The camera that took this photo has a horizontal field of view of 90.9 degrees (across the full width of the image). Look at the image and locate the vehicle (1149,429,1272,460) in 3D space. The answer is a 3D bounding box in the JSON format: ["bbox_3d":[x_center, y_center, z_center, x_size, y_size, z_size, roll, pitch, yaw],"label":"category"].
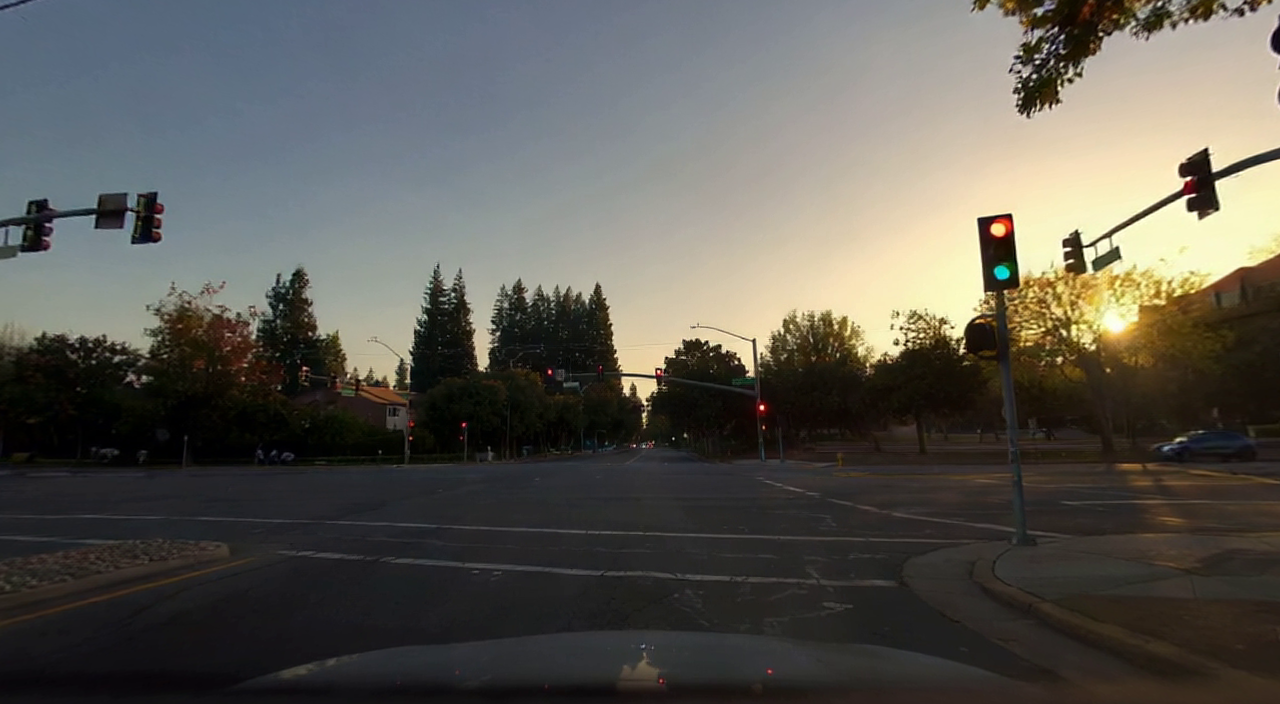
[{"bbox_3d":[27.832,4.541,30.908,3.952,1.468,1.768,-3,-9,21],"label":"vehicle"}]
